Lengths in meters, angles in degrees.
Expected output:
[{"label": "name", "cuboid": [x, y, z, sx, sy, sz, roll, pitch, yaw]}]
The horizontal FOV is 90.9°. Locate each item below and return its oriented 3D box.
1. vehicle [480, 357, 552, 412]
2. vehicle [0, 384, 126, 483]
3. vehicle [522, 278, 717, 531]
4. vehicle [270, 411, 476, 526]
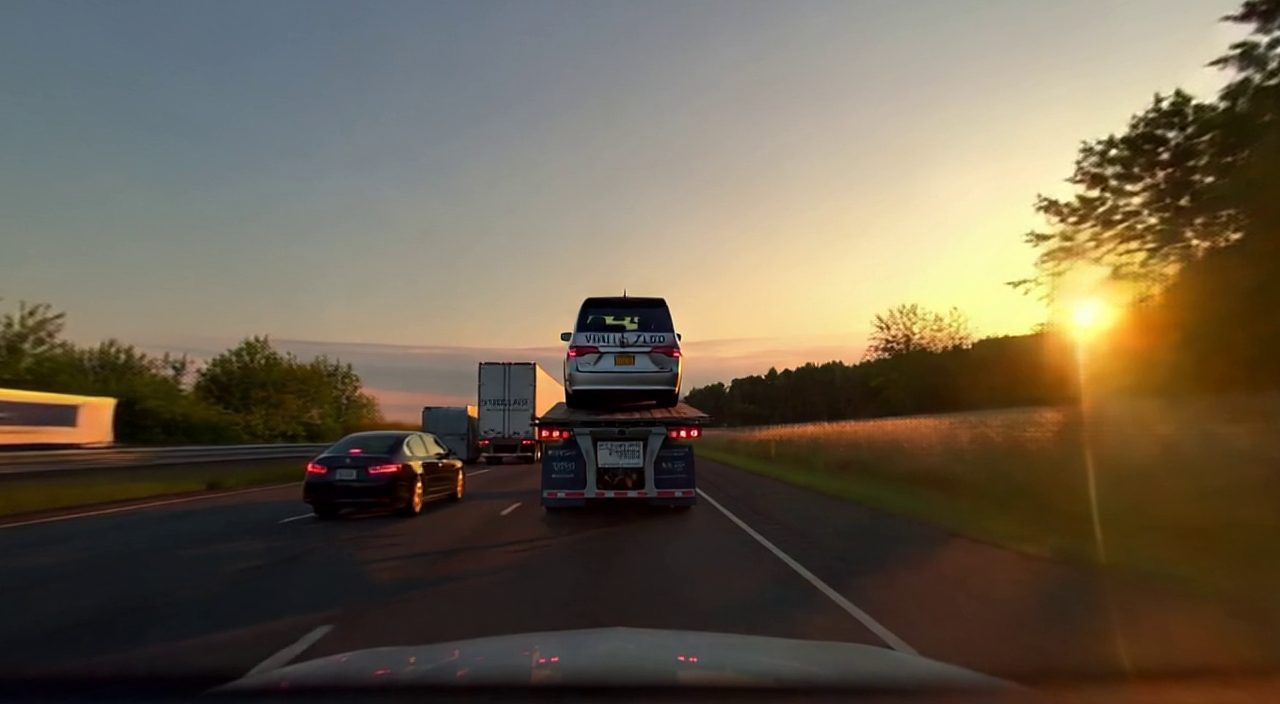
[{"label": "vehicle", "cuboid": [-4.692, 1.361, 24.565, 2.118, 1.799, 4.591, 0, -7, -3]}, {"label": "vehicle", "cuboid": [-24.946, 3.082, 23.800, 2.744, 3.608, 9.882, 0, -7, -1]}, {"label": "vehicle", "cuboid": [-0.456, 1.310, 13.687, 2.738, 3.628, 9.223, 0, -7, -2]}, {"label": "vehicle", "cuboid": [-4.497, 2.001, 11.481, 1.914, 1.675, 4.331, 0, -7, -1]}]
